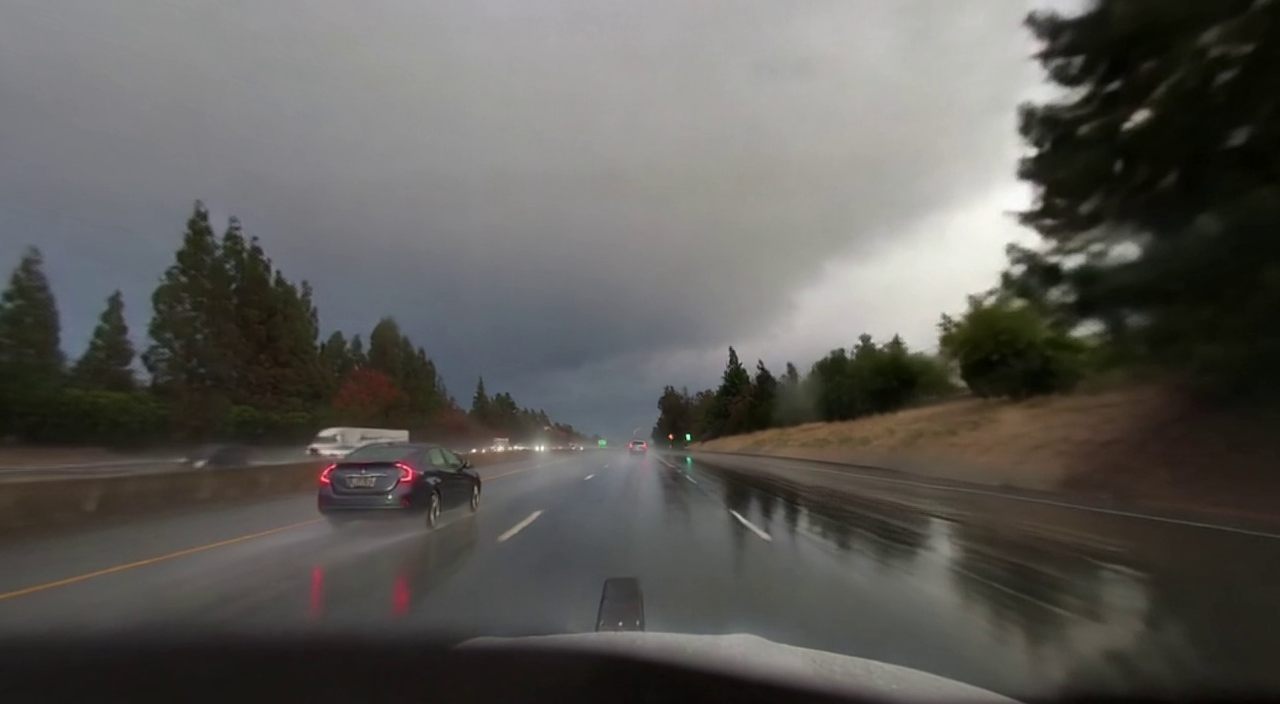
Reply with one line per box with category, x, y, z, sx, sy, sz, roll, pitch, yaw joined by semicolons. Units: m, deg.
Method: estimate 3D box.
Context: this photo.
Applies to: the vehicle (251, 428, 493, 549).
vehicle;-3.980;2.086;10.386;2.050;1.547;4.266;0;-8;1
